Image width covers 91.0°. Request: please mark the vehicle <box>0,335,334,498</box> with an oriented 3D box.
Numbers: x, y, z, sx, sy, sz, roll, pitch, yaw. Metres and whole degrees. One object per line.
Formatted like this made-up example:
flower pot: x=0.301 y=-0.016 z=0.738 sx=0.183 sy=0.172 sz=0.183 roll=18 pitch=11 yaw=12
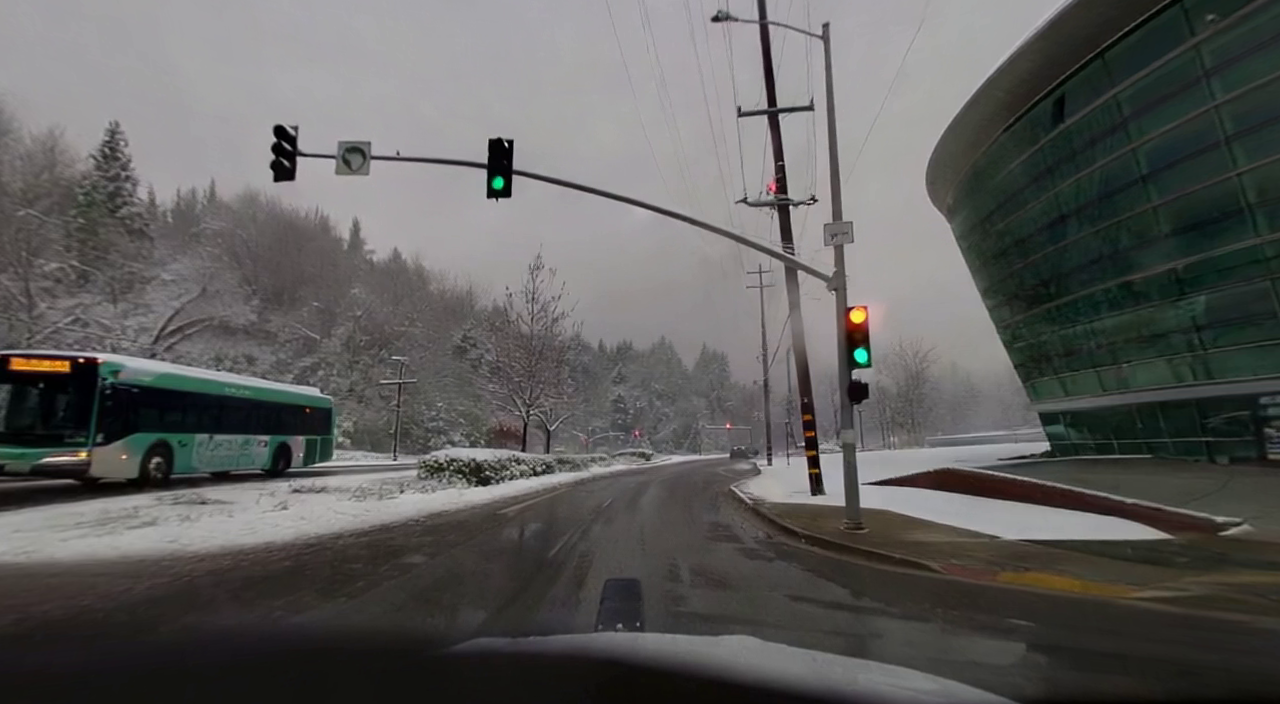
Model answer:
vehicle: x=-14.985 y=2.429 z=21.384 sx=3.014 sy=4.047 sz=11.442 roll=0 pitch=-9 yaw=2
